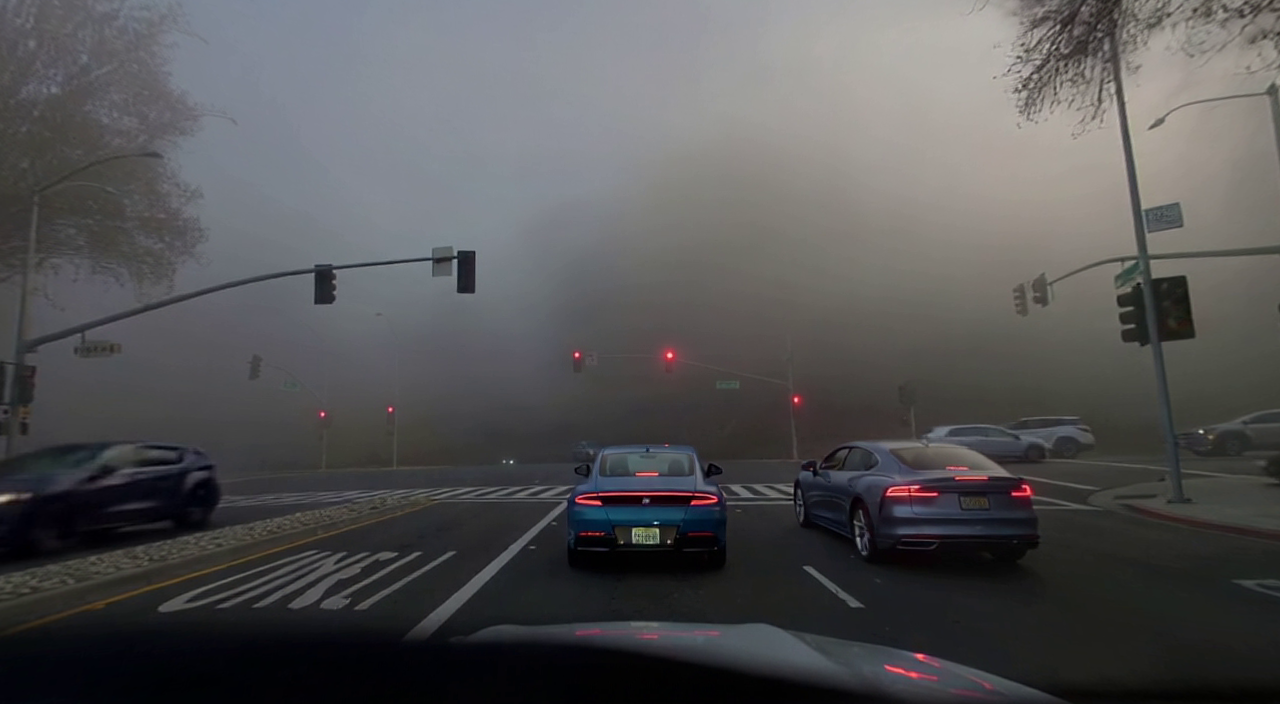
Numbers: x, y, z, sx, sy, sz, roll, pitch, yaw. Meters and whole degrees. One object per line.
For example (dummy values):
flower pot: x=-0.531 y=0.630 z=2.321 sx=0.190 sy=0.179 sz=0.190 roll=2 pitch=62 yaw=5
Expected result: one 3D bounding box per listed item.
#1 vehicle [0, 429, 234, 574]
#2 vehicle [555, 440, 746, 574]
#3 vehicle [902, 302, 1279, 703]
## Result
vehicle: x=-8.382 y=1.958 z=8.818 sx=2.091 sy=1.651 sz=4.870 roll=0 pitch=-8 yaw=1
vehicle: x=0.120 y=1.872 z=8.390 sx=1.945 sy=1.343 sz=3.827 roll=0 pitch=-8 yaw=1
vehicle: x=3.102 y=0.808 z=2.530 sx=2.143 sy=1.759 sz=4.531 roll=0 pitch=-8 yaw=0
